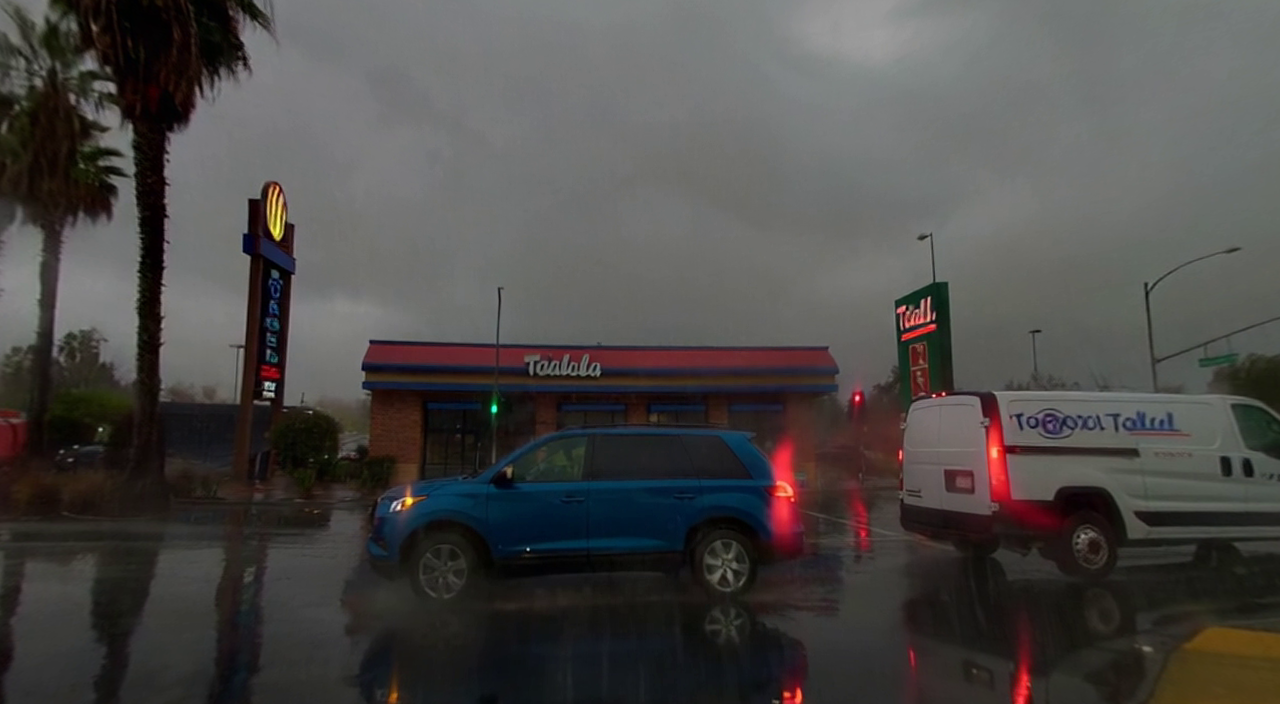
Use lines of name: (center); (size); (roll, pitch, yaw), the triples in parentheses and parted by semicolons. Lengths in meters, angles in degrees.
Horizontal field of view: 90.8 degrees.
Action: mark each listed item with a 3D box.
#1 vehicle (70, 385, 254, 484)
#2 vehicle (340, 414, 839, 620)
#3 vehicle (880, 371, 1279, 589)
vehicle: (-21.680, 3.903, 29.444); (3.034, 3.929, 7.699); (1, -9, -6)
vehicle: (-0.486, 1.614, 6.854); (4.493, 1.728, 2.137); (1, -9, -9)
vehicle: (6.626, 1.512, 8.026); (6.246, 2.202, 2.277); (1, -9, -8)
